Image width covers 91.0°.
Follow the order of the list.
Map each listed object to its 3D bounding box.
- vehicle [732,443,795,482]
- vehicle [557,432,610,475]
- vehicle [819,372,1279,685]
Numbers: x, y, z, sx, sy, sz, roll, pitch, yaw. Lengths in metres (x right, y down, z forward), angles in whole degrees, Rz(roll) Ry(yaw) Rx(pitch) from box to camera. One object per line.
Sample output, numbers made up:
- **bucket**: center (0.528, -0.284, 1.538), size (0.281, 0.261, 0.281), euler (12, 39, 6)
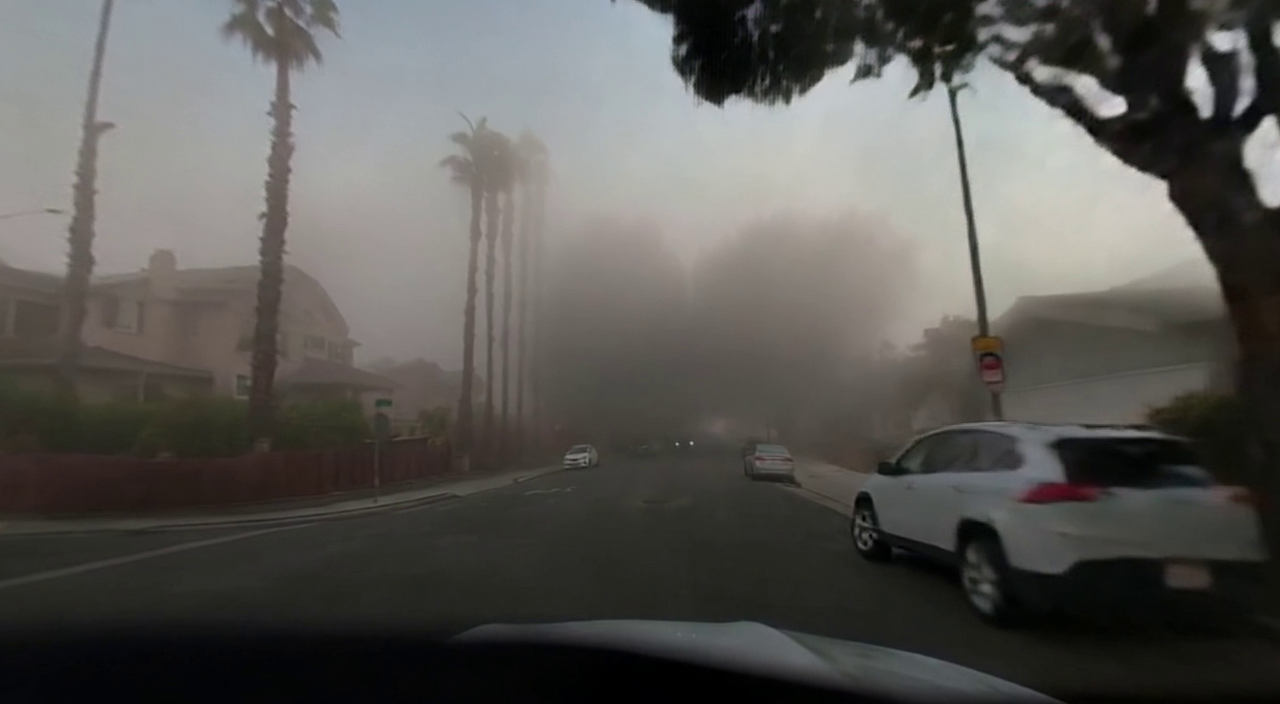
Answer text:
- **vehicle**: center (4.942, 4.442, 25.678), size (1.942, 1.465, 4.123), euler (-1, -8, 3)
- **vehicle**: center (-3.453, 6.482, 39.722), size (2.053, 1.713, 4.850), euler (-3, -21, 10)
- **vehicle**: center (3.607, 1.377, 6.172), size (2.197, 1.816, 4.845), euler (0, -8, -1)
